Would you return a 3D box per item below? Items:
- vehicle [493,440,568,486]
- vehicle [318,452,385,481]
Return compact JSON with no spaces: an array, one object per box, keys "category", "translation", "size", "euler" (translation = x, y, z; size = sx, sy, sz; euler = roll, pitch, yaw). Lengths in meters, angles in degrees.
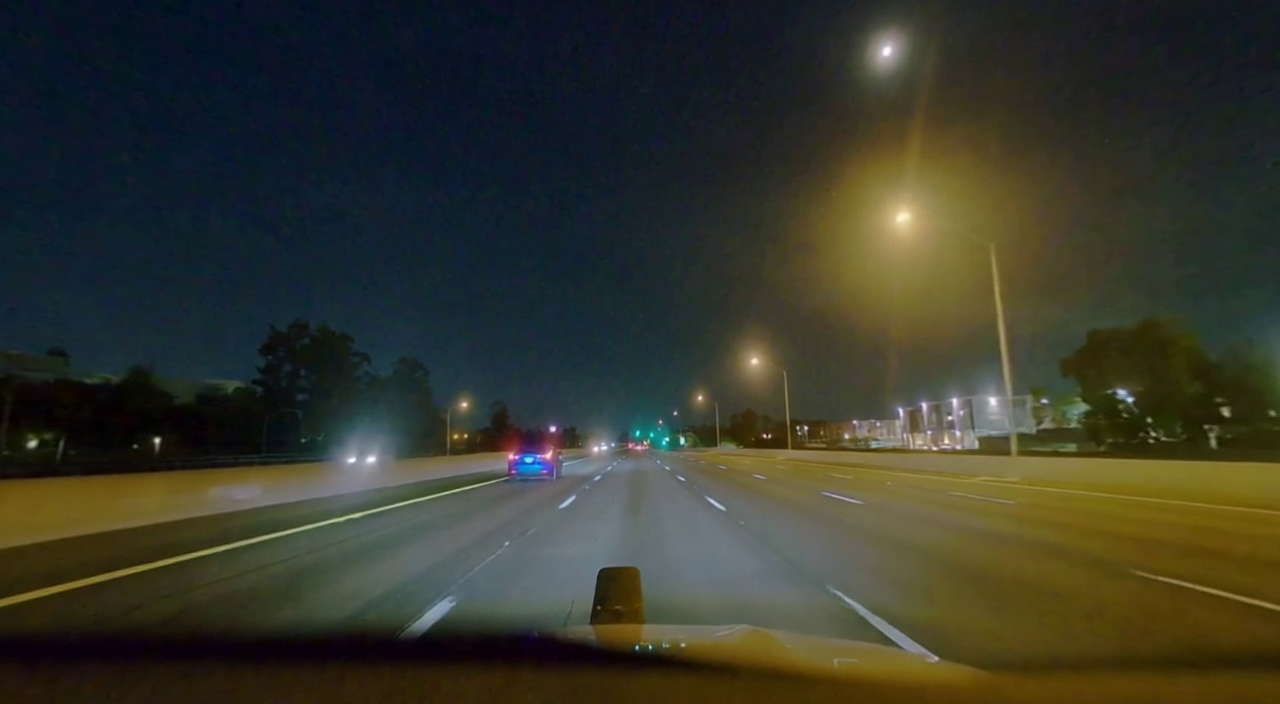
[{"category":"vehicle","translation":[-3.873,4.011,23.131],"size":[1.900,1.492,4.495],"euler":[0,-8,0]},{"category":"vehicle","translation":[-16.946,6.715,37.313],"size":[1.907,1.498,4.348],"euler":[0,-8,0]}]
